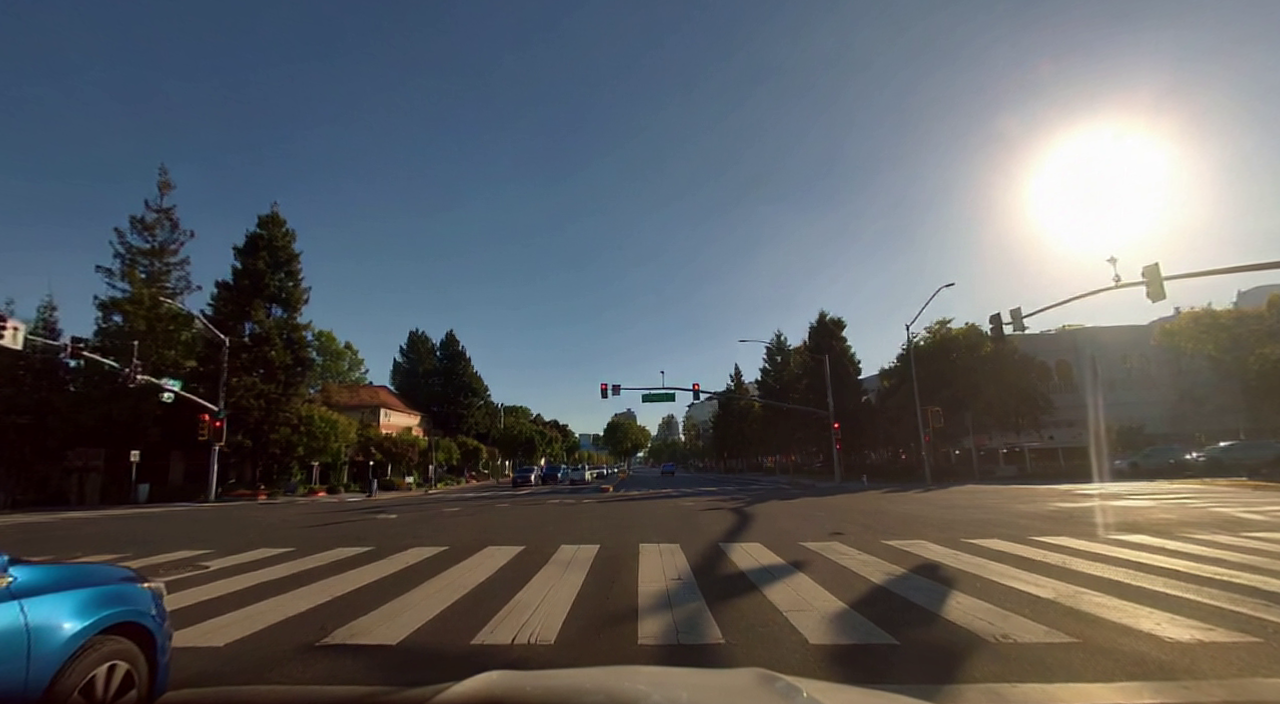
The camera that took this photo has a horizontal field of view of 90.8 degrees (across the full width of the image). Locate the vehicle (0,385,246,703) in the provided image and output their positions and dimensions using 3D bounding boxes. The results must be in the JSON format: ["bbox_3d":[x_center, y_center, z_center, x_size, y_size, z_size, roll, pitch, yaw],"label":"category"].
[{"bbox_3d":[-2.995,0.762,1.251,1.969,1.513,3.773,0,-8,0],"label":"vehicle"}]

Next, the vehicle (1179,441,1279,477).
[{"bbox_3d":[25.676,4.479,26.590,4.347,1.411,1.784,0,-8,-3],"label":"vehicle"}]

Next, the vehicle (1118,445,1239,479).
[{"bbox_3d":[25.097,5.093,29.532,4.123,1.469,1.790,0,-8,-5],"label":"vehicle"}]
